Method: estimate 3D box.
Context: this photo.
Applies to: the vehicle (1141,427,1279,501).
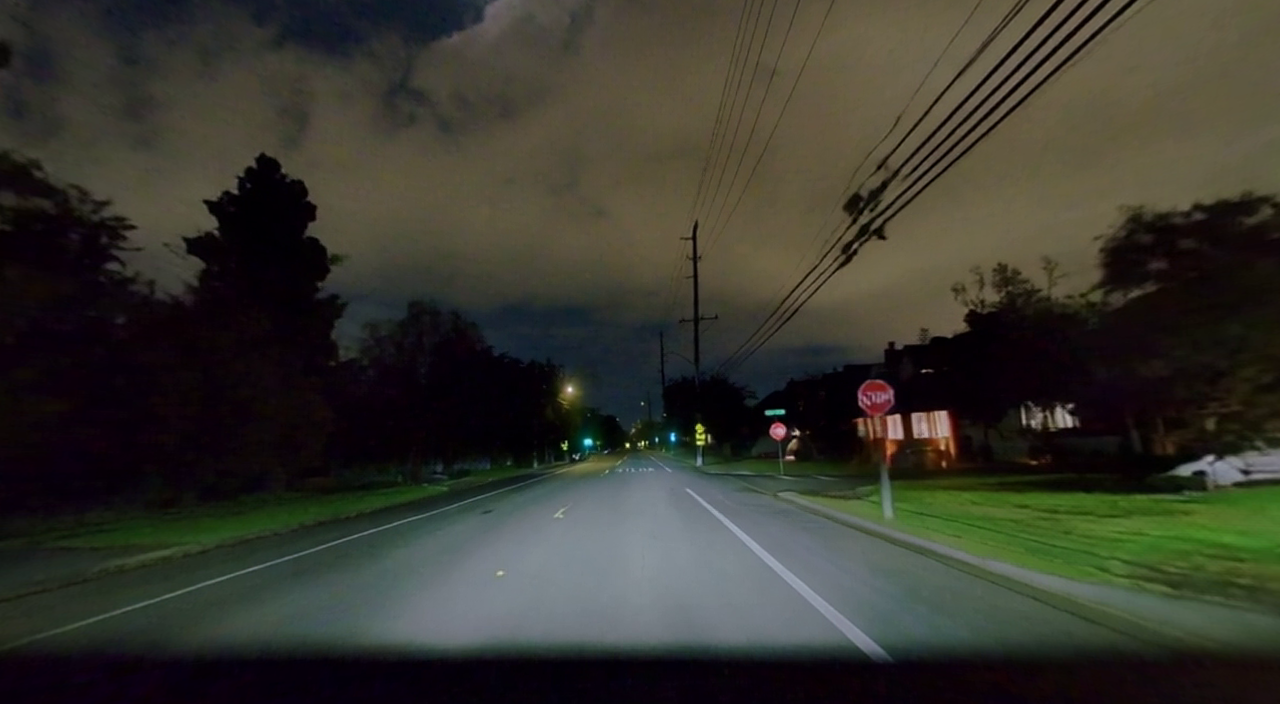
[{"bbox_3d":[15.049,2.586,15.081,4.376,1.488,1.962,-4,-9,0],"label":"vehicle"}]
